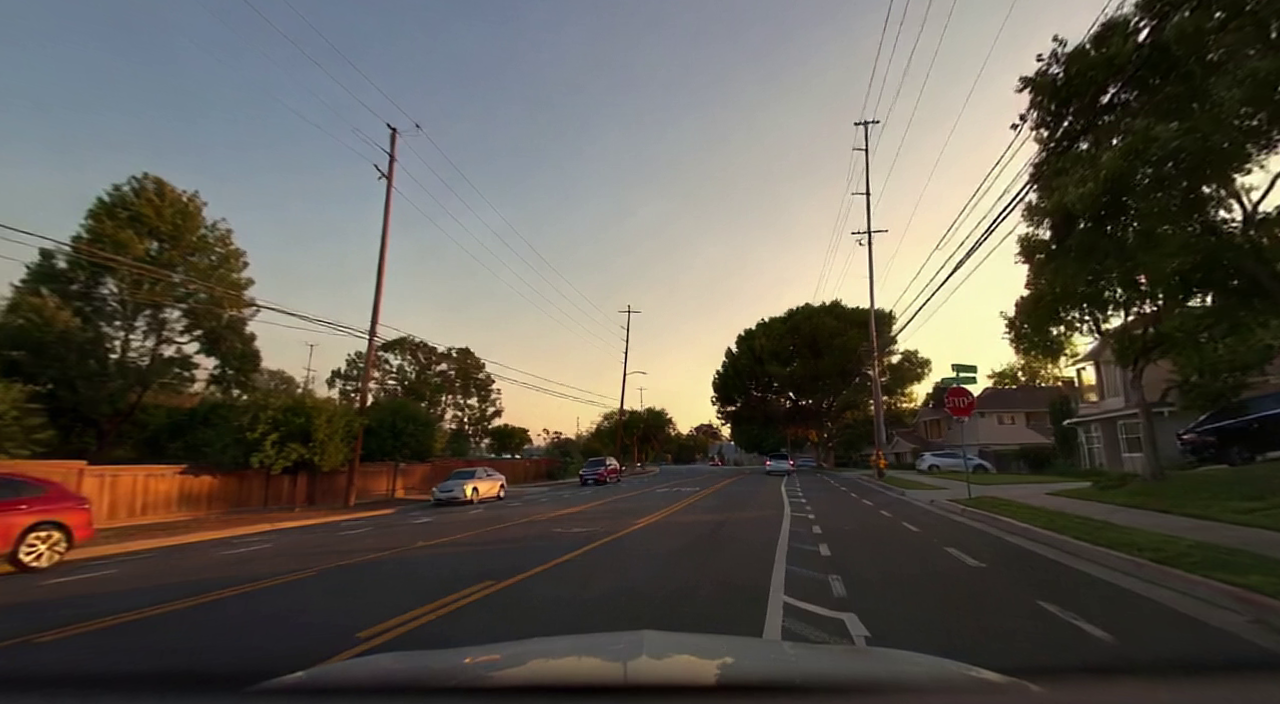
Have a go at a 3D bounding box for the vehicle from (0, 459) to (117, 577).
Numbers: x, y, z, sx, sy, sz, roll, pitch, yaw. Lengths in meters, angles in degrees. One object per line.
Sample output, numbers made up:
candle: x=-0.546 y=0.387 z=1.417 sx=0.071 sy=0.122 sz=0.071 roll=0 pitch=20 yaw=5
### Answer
vehicle: x=-10.524 y=2.388 z=8.788 sx=1.966 sy=1.665 sz=4.549 roll=-2 pitch=-9 yaw=14

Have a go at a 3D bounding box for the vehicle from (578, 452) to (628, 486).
vehicle: x=-2.429 y=7.819 z=42.452 sx=1.998 sy=2.047 sz=5.167 roll=-2 pitch=-9 yaw=12

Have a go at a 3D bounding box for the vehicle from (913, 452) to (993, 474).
vehicle: x=22.221 y=7.886 z=44.895 sx=4.648 sy=1.511 sz=1.919 roll=-2 pitch=-9 yaw=11

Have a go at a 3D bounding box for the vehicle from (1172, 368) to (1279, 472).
vehicle: x=17.313 y=1.859 z=16.991 sx=1.926 sy=2.031 sz=5.177 roll=0 pitch=-18 yaw=9

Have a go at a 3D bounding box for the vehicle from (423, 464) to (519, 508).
vehicle: x=-6.721 y=5.381 z=25.671 sx=1.965 sy=1.455 sz=4.472 roll=-2 pitch=-9 yaw=11

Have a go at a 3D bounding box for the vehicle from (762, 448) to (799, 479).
vehicle: x=9.321 y=7.319 z=41.733 sx=2.284 sy=1.741 sz=4.702 roll=0 pitch=-7 yaw=13
